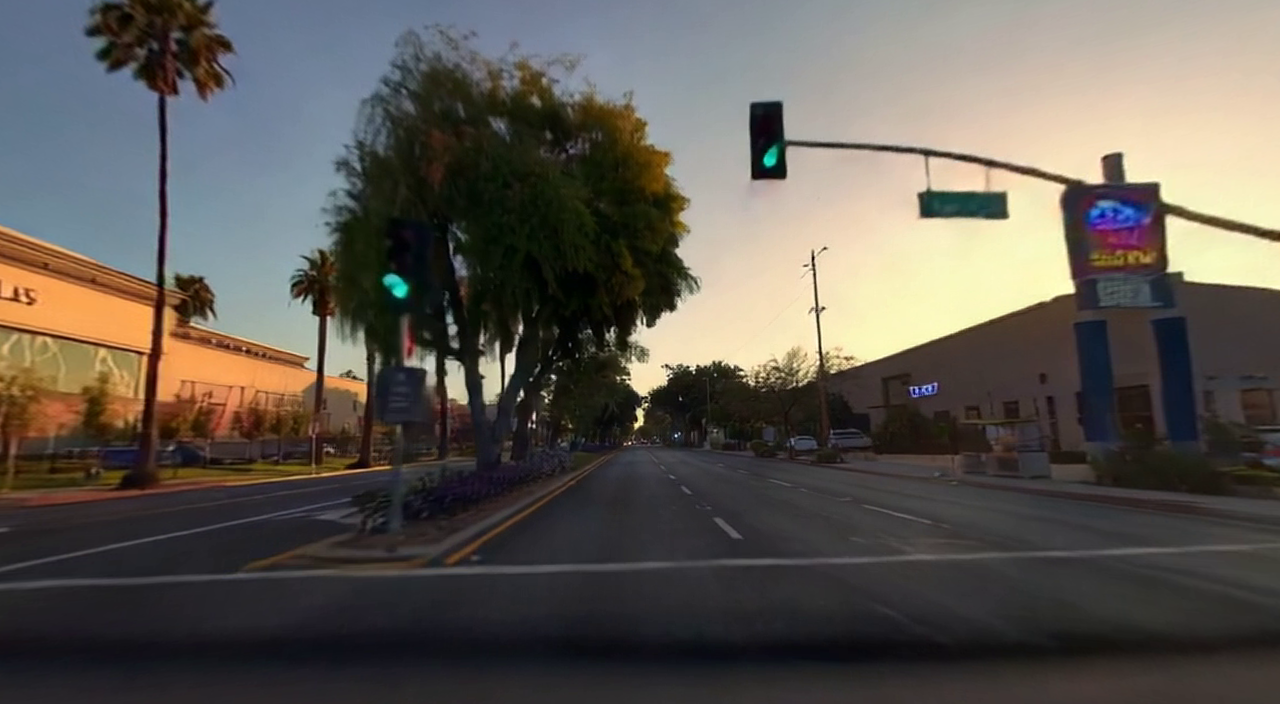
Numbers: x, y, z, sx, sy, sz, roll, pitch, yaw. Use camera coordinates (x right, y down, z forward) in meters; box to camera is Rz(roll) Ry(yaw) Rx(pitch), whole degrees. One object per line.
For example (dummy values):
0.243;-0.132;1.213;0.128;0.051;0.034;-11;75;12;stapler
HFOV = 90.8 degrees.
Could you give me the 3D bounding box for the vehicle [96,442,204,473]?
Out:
-32.000;6.885;41.335;5.196;1.936;2.247;-1;-9;2;vehicle
